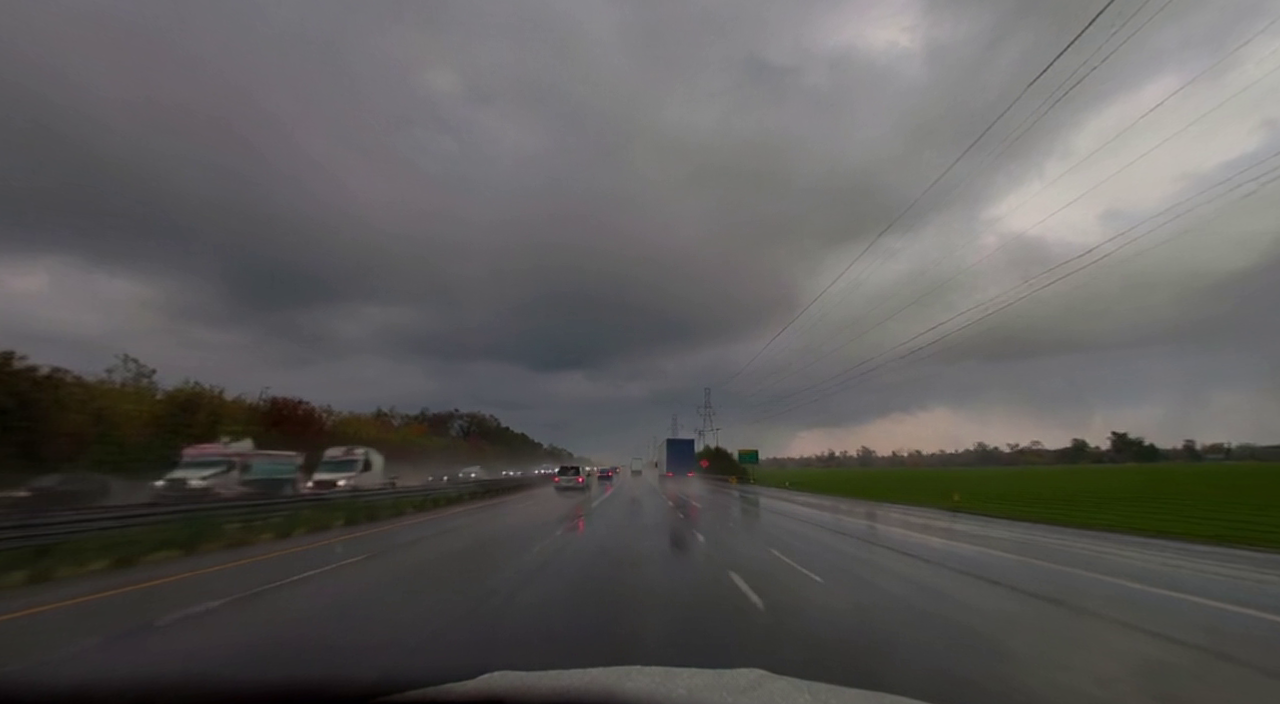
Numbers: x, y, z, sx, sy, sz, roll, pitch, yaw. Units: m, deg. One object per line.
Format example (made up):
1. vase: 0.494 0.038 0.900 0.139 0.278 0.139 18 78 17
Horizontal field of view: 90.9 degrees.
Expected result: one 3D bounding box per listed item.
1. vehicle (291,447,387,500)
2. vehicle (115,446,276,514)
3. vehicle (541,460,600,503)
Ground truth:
1. vehicle: -15.982 6.513 33.877 2.316 2.515 5.621 1 -11 0
2. vehicle: -19.985 5.828 28.963 2.300 2.675 6.963 1 -11 -1
3. vehicle: -2.992 5.723 28.102 2.065 1.722 4.441 1 -11 0
